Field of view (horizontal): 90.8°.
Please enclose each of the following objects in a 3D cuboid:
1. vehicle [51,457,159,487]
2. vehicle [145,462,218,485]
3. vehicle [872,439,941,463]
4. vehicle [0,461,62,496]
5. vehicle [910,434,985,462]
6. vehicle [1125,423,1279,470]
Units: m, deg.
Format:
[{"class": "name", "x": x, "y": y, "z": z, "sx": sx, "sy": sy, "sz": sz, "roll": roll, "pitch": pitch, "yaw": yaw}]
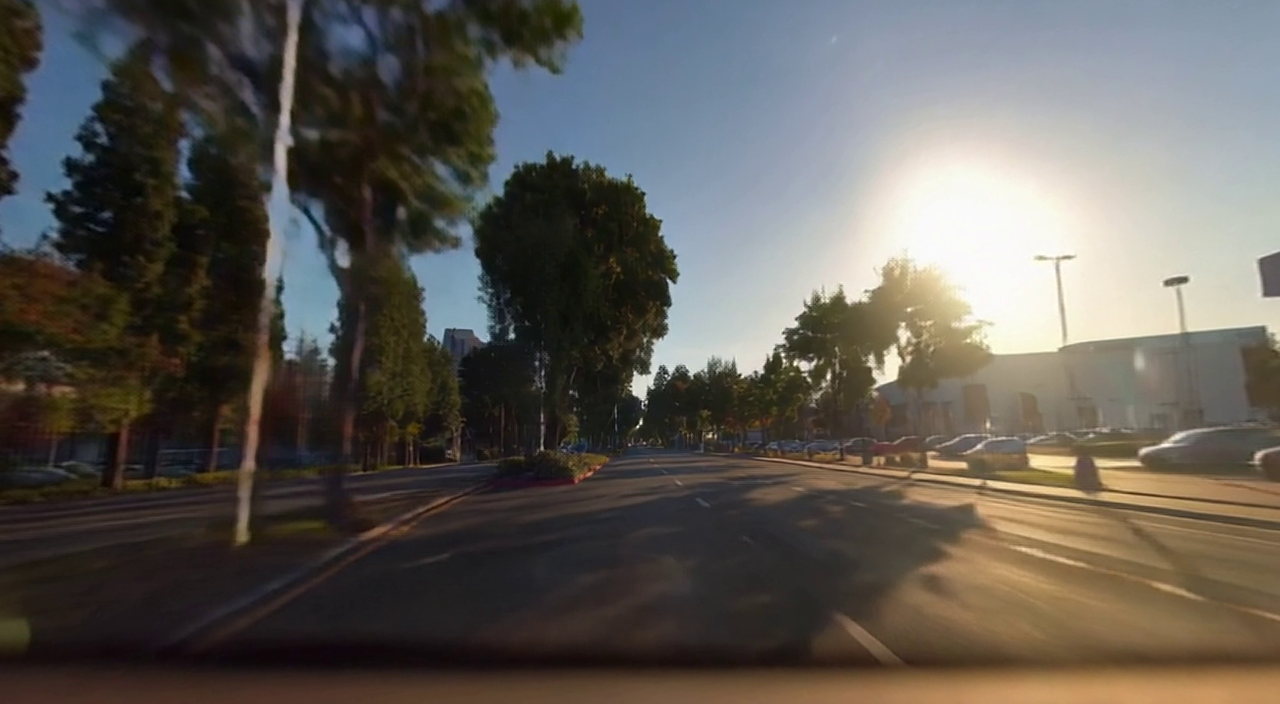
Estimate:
[{"class": "vehicle", "x": -30.461, "y": 6.818, "z": 36.070, "sx": 4.446, "sy": 1.576, "sz": 1.838, "roll": 0, "pitch": -8, "yaw": 0}, {"class": "vehicle", "x": -29.707, "y": 7.850, "z": 40.985, "sx": 3.380, "sy": 1.342, "sz": 1.686, "roll": -1, "pitch": -9, "yaw": 1}, {"class": "vehicle", "x": 17.107, "y": 6.379, "z": 40.851, "sx": 1.974, "sy": 1.446, "sz": 4.614, "roll": 1, "pitch": -8, "yaw": -8}, {"class": "vehicle", "x": -30.376, "y": 6.195, "z": 30.859, "sx": 3.651, "sy": 1.502, "sz": 1.657, "roll": -6, "pitch": -10, "yaw": 23}, {"class": "vehicle", "x": 19.622, "y": 6.159, "z": 40.545, "sx": 1.995, "sy": 1.673, "sz": 4.725, "roll": 0, "pitch": -9, "yaw": -6}, {"class": "vehicle", "x": 21.049, "y": 3.500, "z": 23.457, "sx": 2.048, "sy": 1.559, "sz": 4.758, "roll": 1, "pitch": -8, "yaw": -4}]
